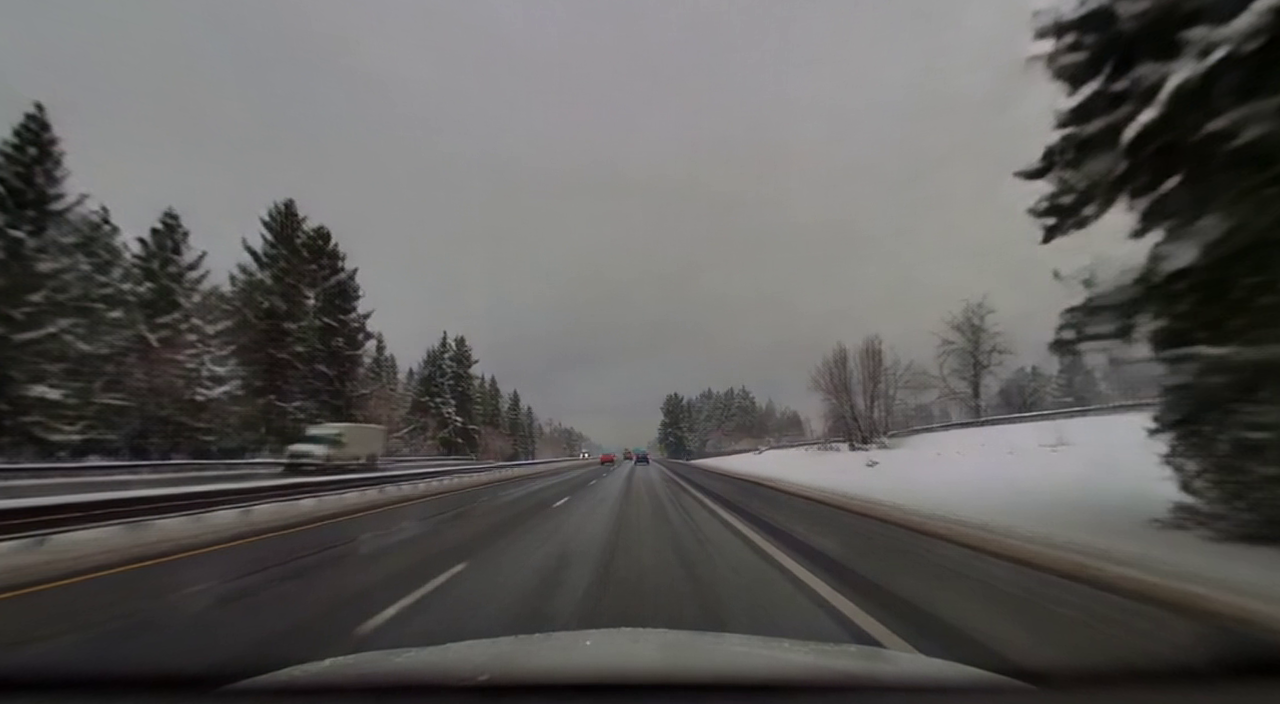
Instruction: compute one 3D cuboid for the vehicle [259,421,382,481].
[{"bbox_3d":[-16.693,5.274,33.620,2.588,2.812,7.119,0,-9,1],"label":"vehicle"}]
